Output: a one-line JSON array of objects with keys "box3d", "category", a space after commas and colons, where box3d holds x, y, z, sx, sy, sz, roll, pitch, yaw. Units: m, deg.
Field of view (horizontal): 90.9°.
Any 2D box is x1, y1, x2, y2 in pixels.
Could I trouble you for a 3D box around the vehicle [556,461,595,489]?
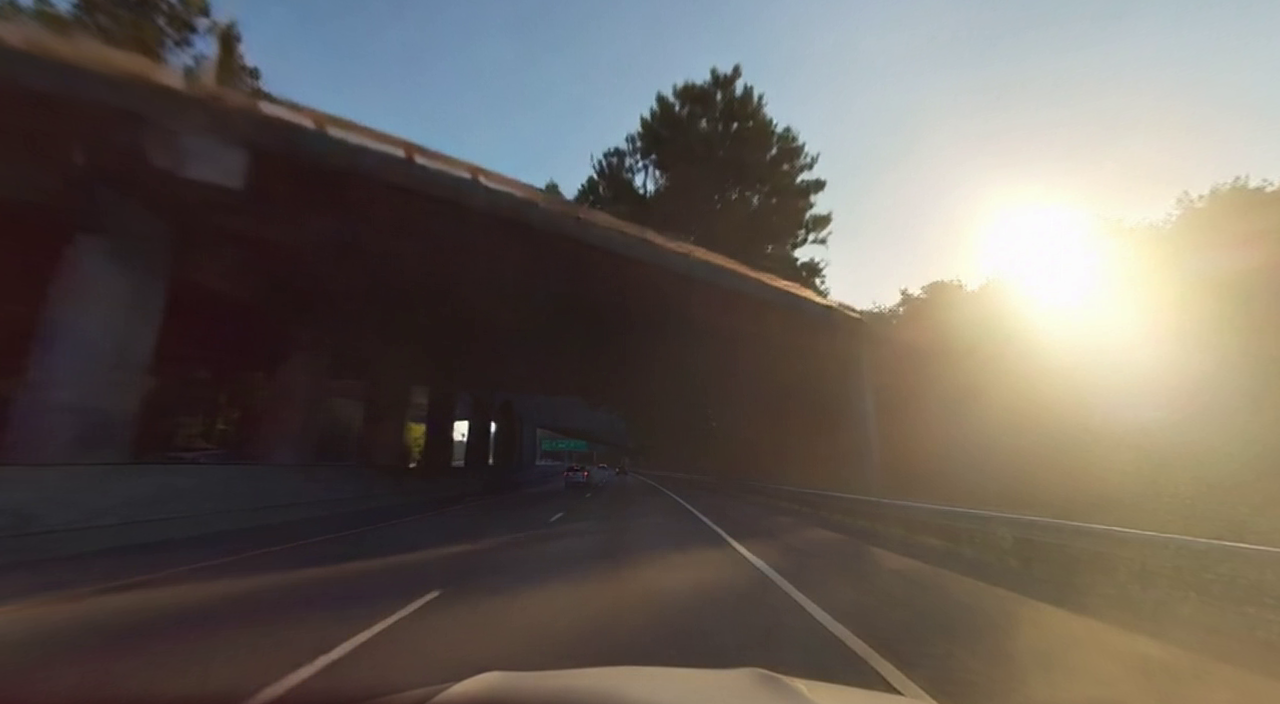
[{"box3d": [-4.452, 8.607, 44.126, 2.286, 1.757, 5.057, 1, -11, -1], "category": "vehicle"}]
